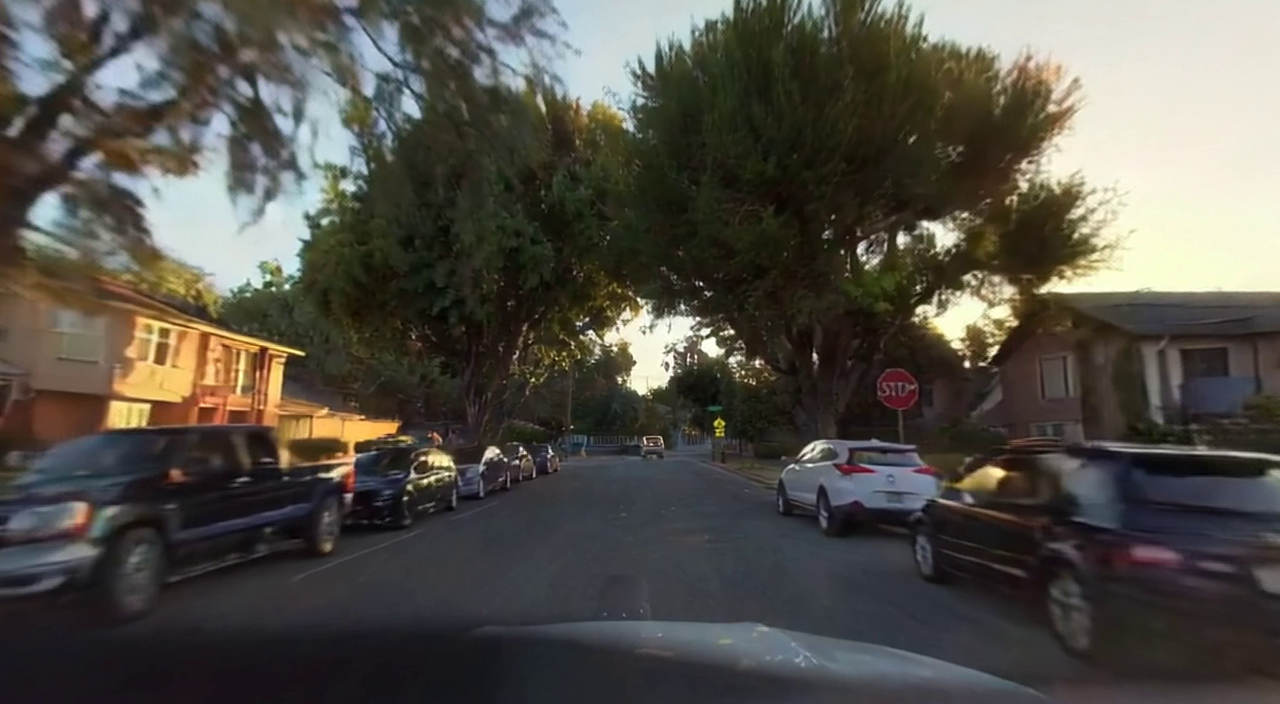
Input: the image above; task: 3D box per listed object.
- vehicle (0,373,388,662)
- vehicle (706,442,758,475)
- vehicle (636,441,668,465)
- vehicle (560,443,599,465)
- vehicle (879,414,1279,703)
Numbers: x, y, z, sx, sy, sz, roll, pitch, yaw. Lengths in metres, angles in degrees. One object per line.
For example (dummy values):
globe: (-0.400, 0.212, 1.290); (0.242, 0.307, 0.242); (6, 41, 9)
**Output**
vehicle: (-4.745, 1.396, 6.558); (2.162, 1.857, 4.758); (2, -8, 0)
vehicle: (4.393, 5.157, 30.712); (1.876, 1.477, 4.324); (0, -8, 0)
vehicle: (0.801, 6.568, 41.015); (2.010, 1.499, 4.107); (0, -9, 2)
vehicle: (-4.185, 7.103, 43.986); (1.999, 1.441, 4.628); (-1, -9, 4)
vehicle: (3.675, 1.354, 4.823); (1.987, 1.518, 4.686); (0, -8, 2)
